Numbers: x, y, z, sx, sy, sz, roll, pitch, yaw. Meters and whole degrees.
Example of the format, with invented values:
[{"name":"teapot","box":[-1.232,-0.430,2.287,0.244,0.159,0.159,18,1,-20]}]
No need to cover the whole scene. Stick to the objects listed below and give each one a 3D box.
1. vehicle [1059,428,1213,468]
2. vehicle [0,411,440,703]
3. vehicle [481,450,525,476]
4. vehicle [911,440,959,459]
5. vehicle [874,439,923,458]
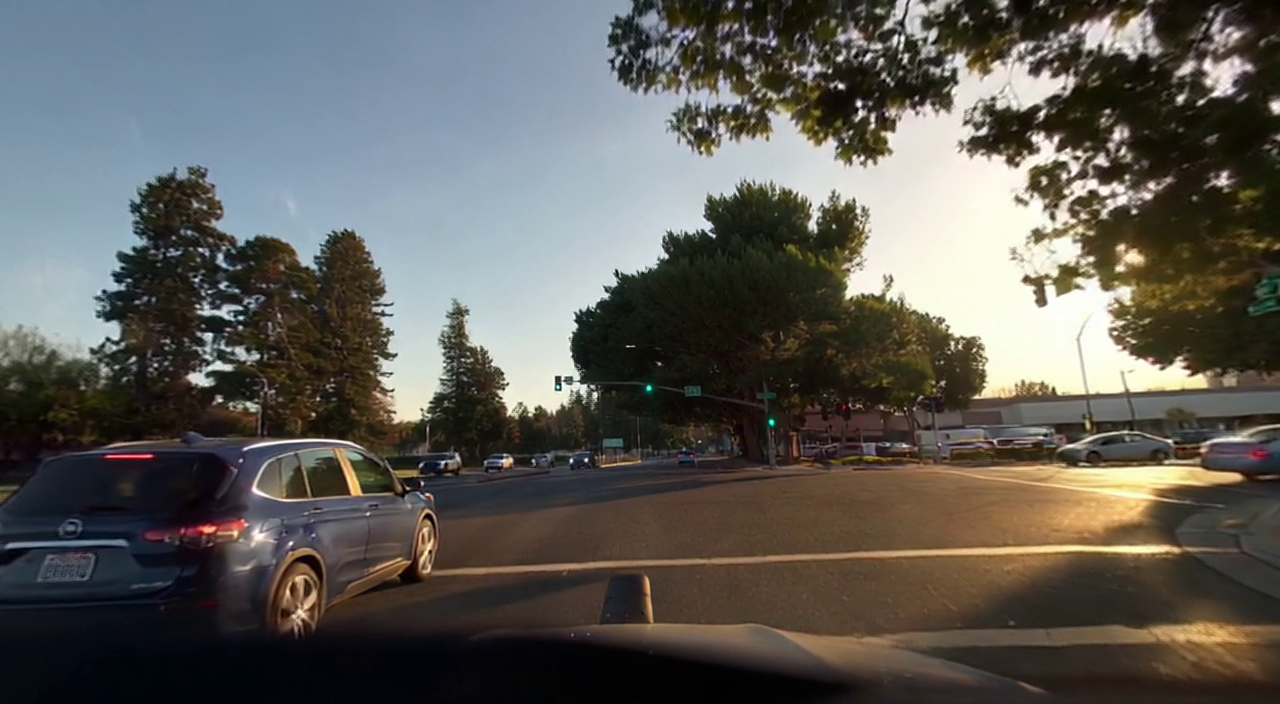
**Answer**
[{"name":"vehicle","box":[19.765,3.844,25.239,4.552,1.492,2.002,0,-9,-4]},{"name":"vehicle","box":[-2.887,1.156,3.441,1.924,1.482,4.734,0,-8,1]},{"name":"vehicle","box":[-9.954,8.062,46.033,1.905,1.724,4.449,-1,-8,4]},{"name":"vehicle","box":[22.182,7.309,47.322,1.930,1.410,4.313,-8,-12,42]},{"name":"vehicle","box":[20.145,7.479,48.983,1.945,1.434,4.293,-9,-12,44]}]
